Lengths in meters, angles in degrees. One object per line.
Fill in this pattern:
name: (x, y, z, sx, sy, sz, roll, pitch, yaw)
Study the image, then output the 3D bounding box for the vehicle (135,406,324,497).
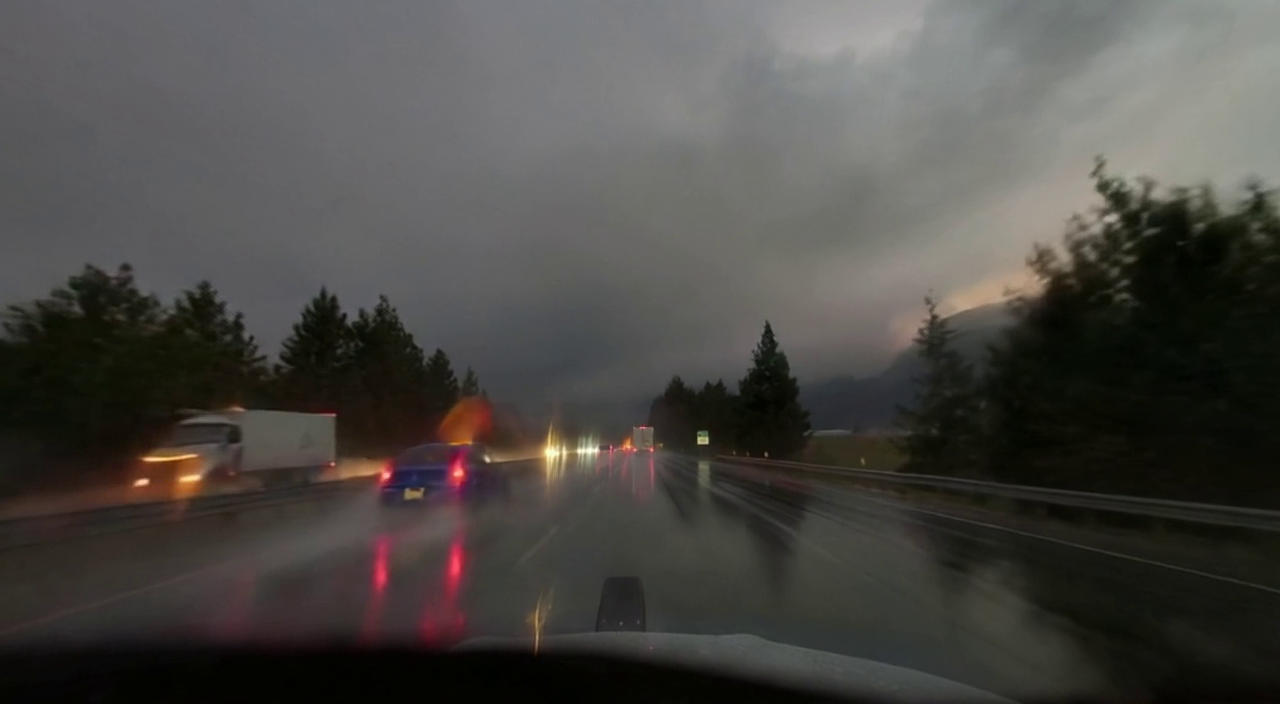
vehicle: (-16.727, 4.172, 26.599, 2.848, 3.224, 7.360, -1, -9, 1)

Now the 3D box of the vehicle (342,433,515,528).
vehicle: (-3.904, 2.428, 12.439, 2.018, 1.548, 3.849, -1, -9, 1)
